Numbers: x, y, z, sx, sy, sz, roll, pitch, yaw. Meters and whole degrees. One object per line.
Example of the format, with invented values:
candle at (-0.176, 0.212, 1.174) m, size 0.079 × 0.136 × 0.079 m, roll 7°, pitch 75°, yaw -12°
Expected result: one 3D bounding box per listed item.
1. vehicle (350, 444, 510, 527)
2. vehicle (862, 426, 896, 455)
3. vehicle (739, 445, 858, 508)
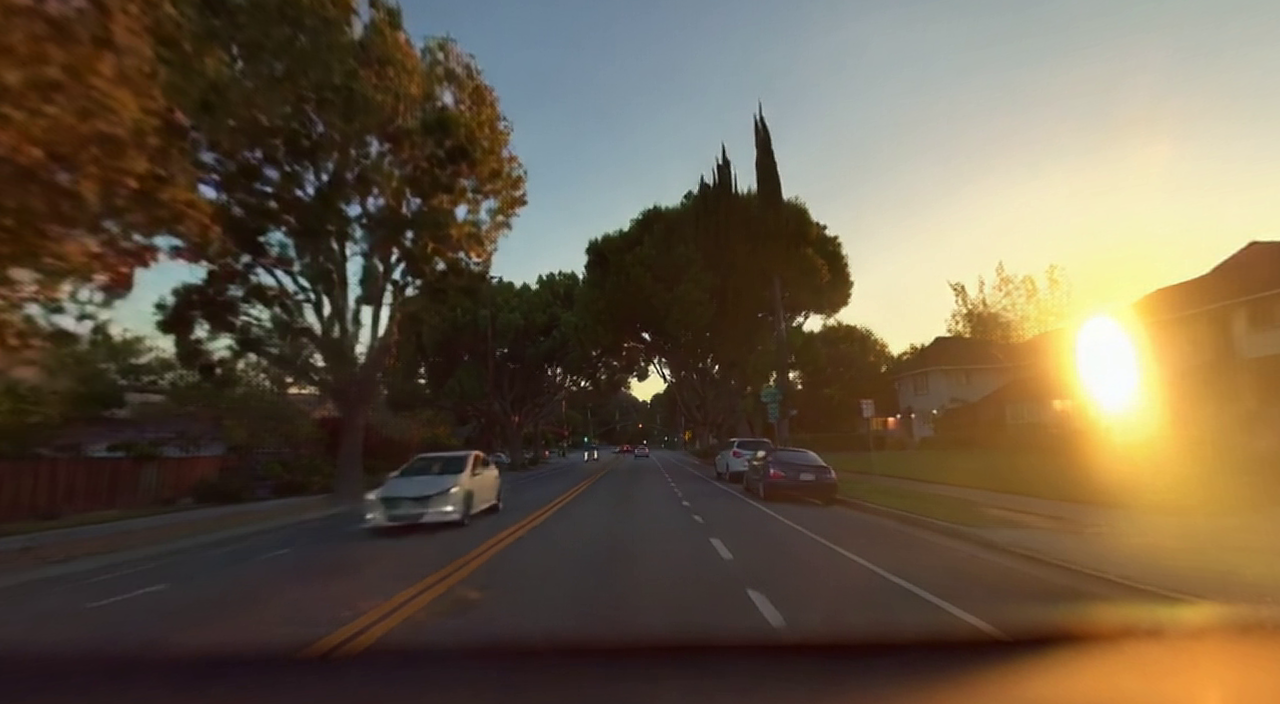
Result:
vehicle at (-4.373, 2.822, 14.014) m, size 1.960 × 1.521 × 4.397 m, roll 0°, pitch -9°, yaw 1°
vehicle at (17.193, 6.402, 45.717) m, size 2.068 × 1.963 × 5.037 m, roll -3°, pitch -9°, yaw 19°
vehicle at (3.961, 3.174, 16.682) m, size 1.874 × 1.415 × 4.683 m, roll 0°, pitch -9°, yaw 0°
